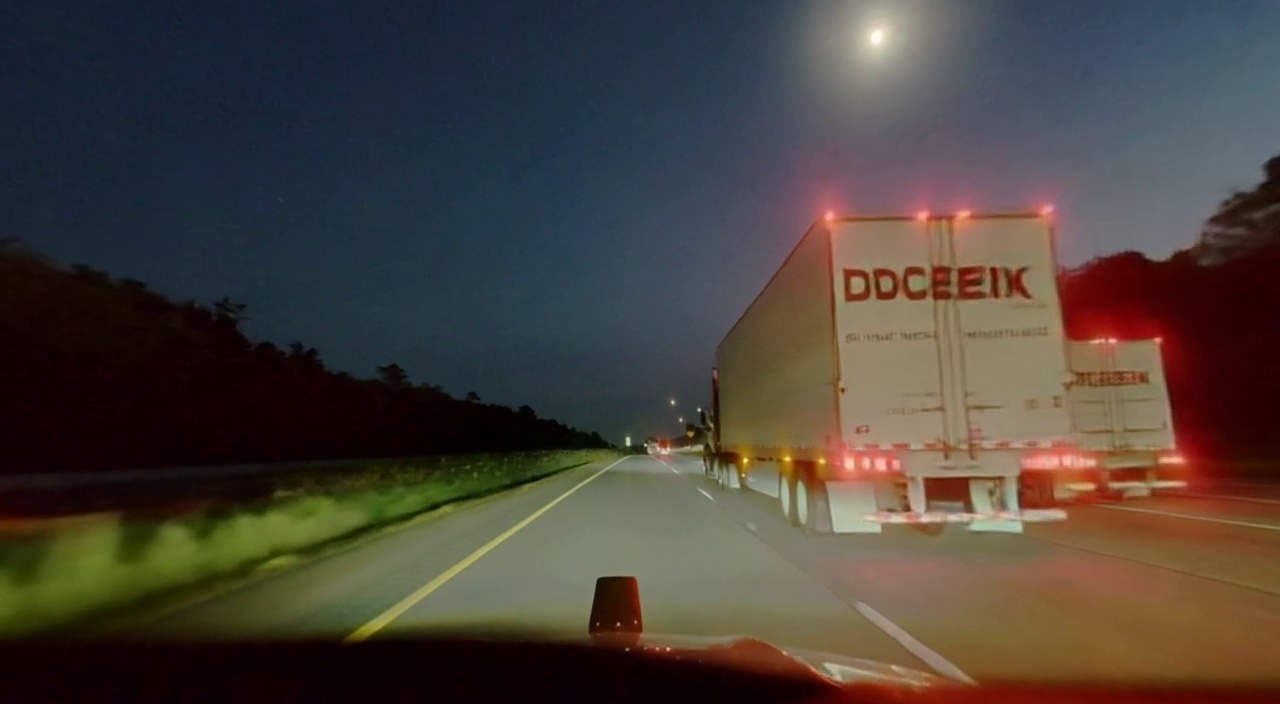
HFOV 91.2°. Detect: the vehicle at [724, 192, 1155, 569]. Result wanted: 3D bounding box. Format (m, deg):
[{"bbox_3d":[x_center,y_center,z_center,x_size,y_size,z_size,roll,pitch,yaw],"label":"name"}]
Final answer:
[{"bbox_3d":[3.715,0.941,11.387,3.025,4.010,9.542,0,-9,0],"label":"vehicle"}]
